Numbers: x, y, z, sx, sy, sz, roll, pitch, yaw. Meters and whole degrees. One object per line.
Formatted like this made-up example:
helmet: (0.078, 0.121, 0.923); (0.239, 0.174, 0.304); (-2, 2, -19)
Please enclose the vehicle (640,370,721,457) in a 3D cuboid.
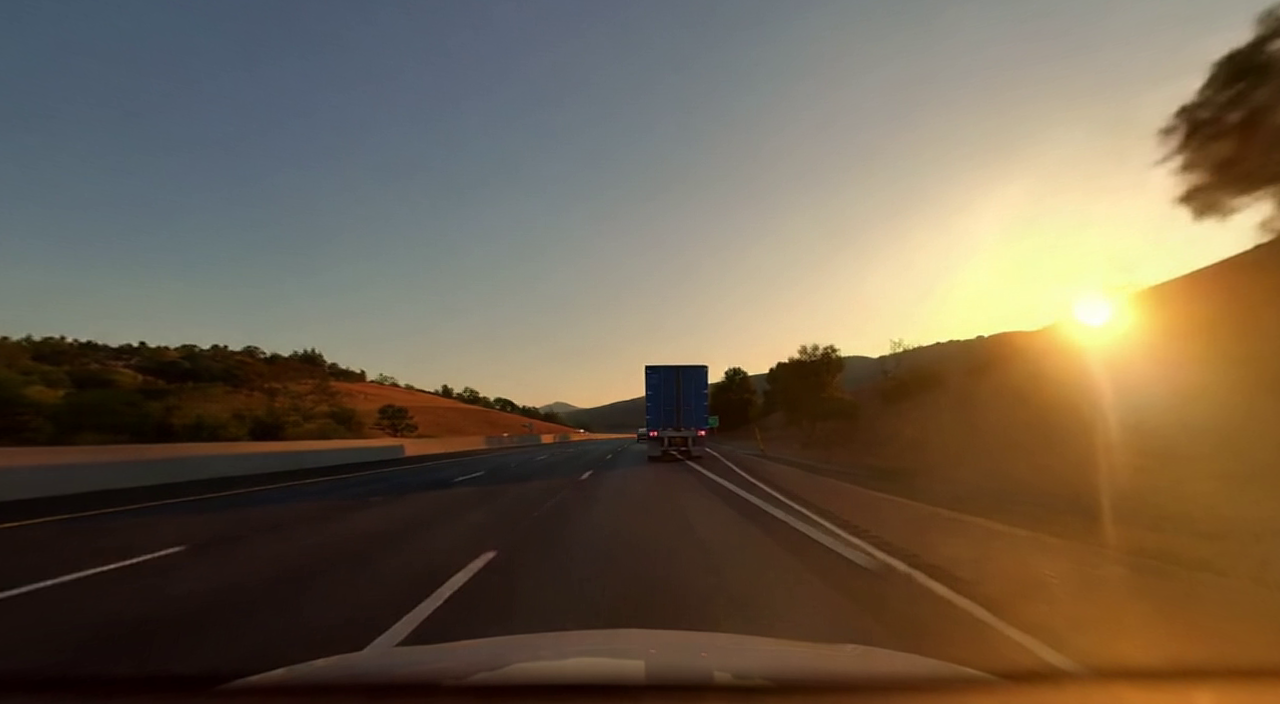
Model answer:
vehicle: (1.832, 3.425, 32.809); (3.446, 3.698, 12.089); (0, -8, 1)
